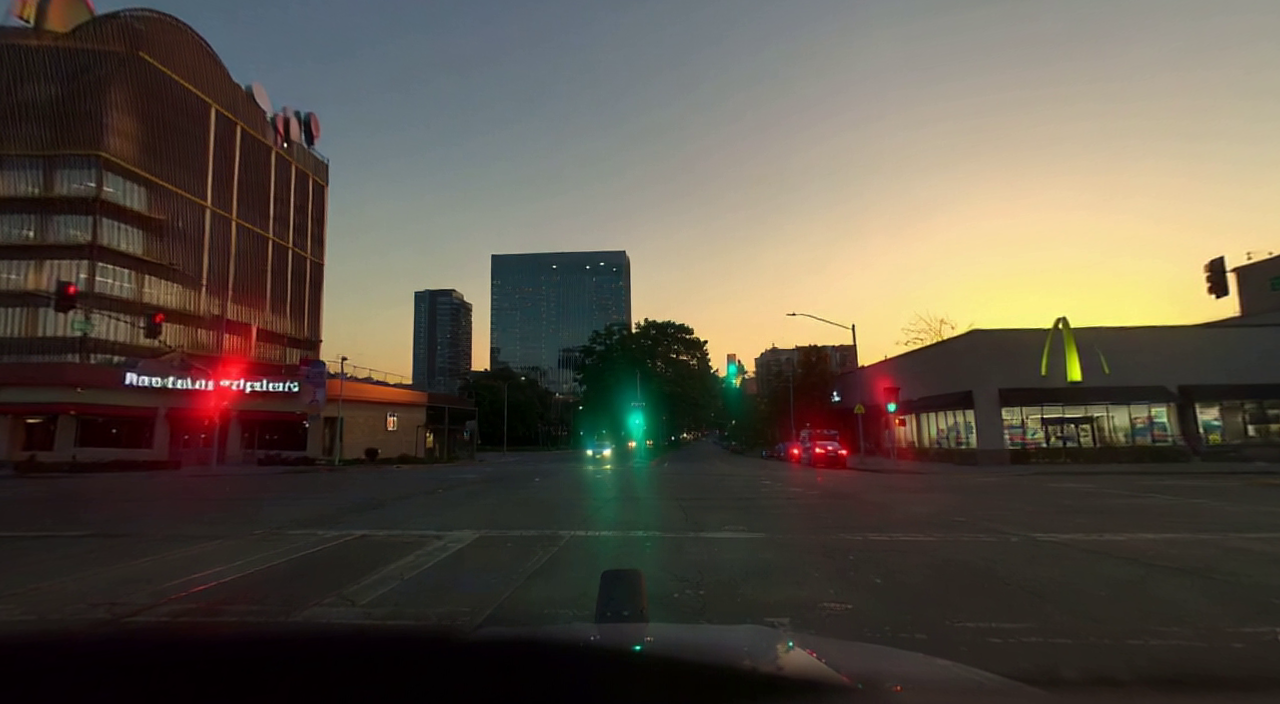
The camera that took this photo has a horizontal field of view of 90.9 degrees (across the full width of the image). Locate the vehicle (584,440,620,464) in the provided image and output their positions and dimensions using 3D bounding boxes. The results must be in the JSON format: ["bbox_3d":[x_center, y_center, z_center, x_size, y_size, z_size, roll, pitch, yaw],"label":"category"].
[{"bbox_3d":[-2.500,6.649,42.097,2.104,1.468,4.195,0,-8,0],"label":"vehicle"}]
